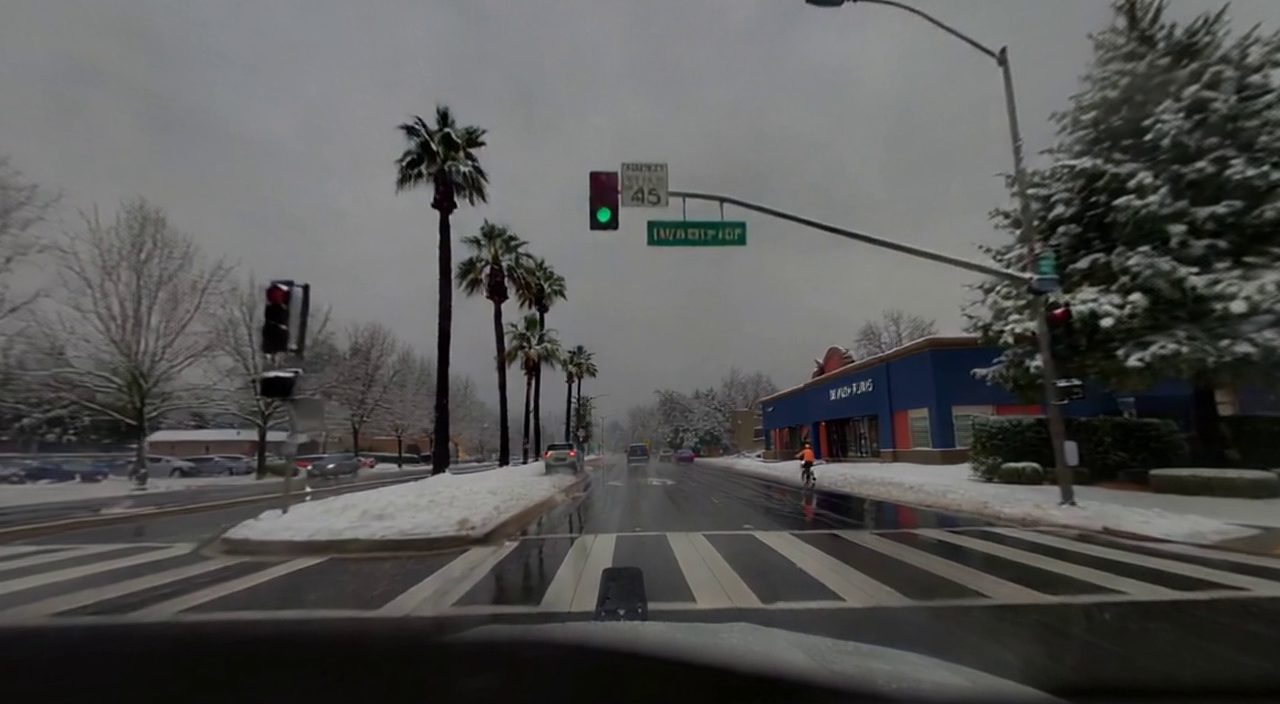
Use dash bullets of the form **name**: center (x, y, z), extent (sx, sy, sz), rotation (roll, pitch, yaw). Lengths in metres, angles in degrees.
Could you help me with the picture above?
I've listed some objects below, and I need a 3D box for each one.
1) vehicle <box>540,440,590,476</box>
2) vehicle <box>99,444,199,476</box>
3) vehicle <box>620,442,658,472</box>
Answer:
- **vehicle**: center (-3.922, 5.619, 33.701), extent (2.071, 1.744, 4.500), rotation (0, -9, 1)
- **vehicle**: center (-34.427, 7.576, 44.409), extent (5.109, 2.014, 2.269), rotation (-2, -10, 2)
- **vehicle**: center (-0.108, 6.062, 36.588), extent (2.102, 1.653, 3.698), rotation (0, -9, -1)
